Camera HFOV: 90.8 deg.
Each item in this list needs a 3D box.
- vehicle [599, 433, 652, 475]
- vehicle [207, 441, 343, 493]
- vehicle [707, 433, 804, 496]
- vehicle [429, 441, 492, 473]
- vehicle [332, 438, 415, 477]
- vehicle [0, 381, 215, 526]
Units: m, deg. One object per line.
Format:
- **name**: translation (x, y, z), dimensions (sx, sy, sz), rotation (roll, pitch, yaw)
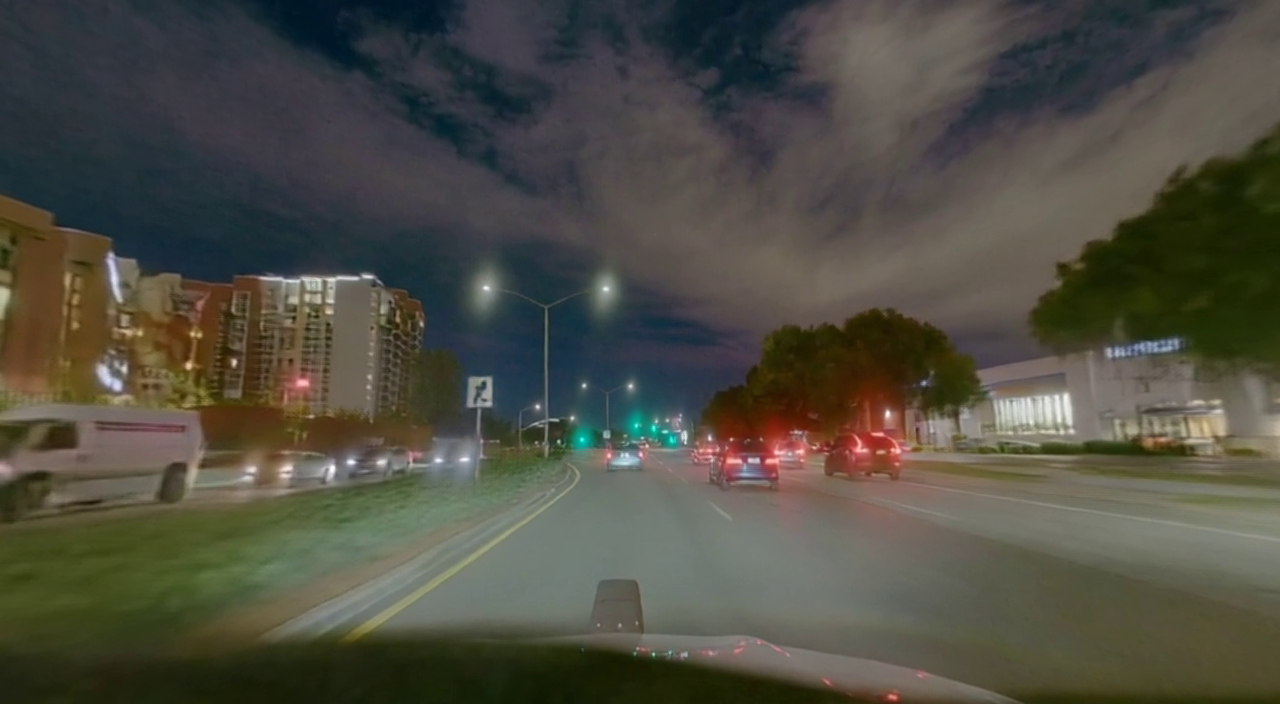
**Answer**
- **vehicle**: translation (-0.609, 4.389, 27.346), dimensions (2.101, 1.694, 3.979), rotation (0, -8, -1)
- **vehicle**: translation (-12.293, 3.856, 21.710), dimensions (2.048, 1.470, 4.514), rotation (-2, -8, 0)
- **vehicle**: translation (3.024, 3.032, 17.345), dimensions (1.852, 1.498, 3.825), rotation (0, -8, -1)
- **vehicle**: translation (-8.981, 5.272, 31.964), dimensions (1.849, 1.506, 4.060), rotation (0, -8, 2)
- **vehicle**: translation (-12.580, 4.975, 30.188), dimensions (2.002, 1.686, 4.477), rotation (-1, -8, 0)
- **vehicle**: translation (-12.410, 2.164, 13.695), dimensions (2.263, 2.542, 5.913), rotation (-2, -8, 0)
